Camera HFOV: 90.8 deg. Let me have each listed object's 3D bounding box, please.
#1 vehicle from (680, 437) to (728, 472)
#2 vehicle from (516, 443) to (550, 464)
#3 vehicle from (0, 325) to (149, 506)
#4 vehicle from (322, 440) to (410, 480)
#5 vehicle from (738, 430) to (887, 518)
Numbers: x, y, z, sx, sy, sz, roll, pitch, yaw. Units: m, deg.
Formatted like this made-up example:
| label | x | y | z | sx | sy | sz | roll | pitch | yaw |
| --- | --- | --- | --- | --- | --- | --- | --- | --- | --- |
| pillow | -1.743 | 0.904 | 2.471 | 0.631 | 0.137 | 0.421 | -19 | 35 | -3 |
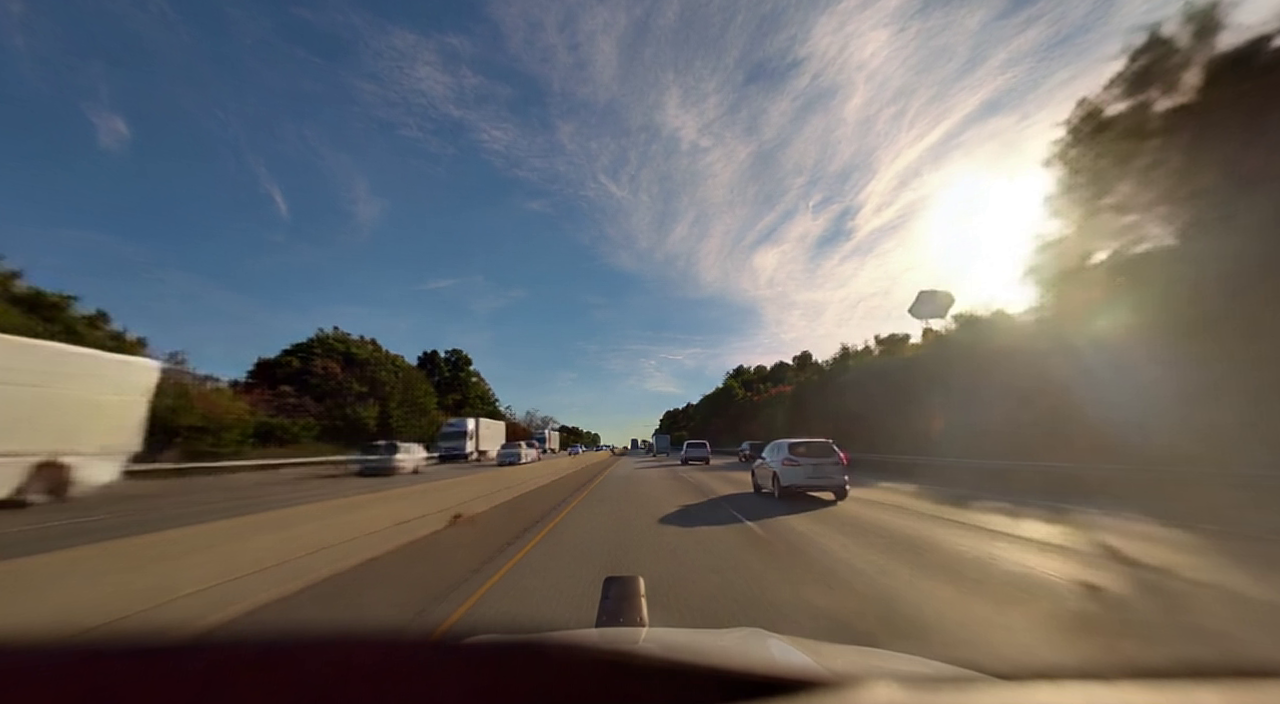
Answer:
| label | x | y | z | sx | sy | sz | roll | pitch | yaw |
| --- | --- | --- | --- | --- | --- | --- | --- | --- | --- |
| vehicle | 3.449 | 5.682 | 35.070 | 2.070 | 1.751 | 4.576 | 0 | -9 | -2 |
| vehicle | -8.025 | 7.683 | 47.712 | 1.900 | 1.485 | 4.239 | 0 | -9 | 0 |
| vehicle | -15.654 | 0.938 | 10.941 | 2.860 | 3.996 | 14.327 | 0 | -9 | 0 |
| vehicle | -11.717 | 4.643 | 27.351 | 1.921 | 1.564 | 4.224 | 0 | -9 | 0 |
| vehicle | 3.565 | 2.604 | 13.926 | 2.023 | 1.603 | 4.159 | 0 | -9 | -1 |
